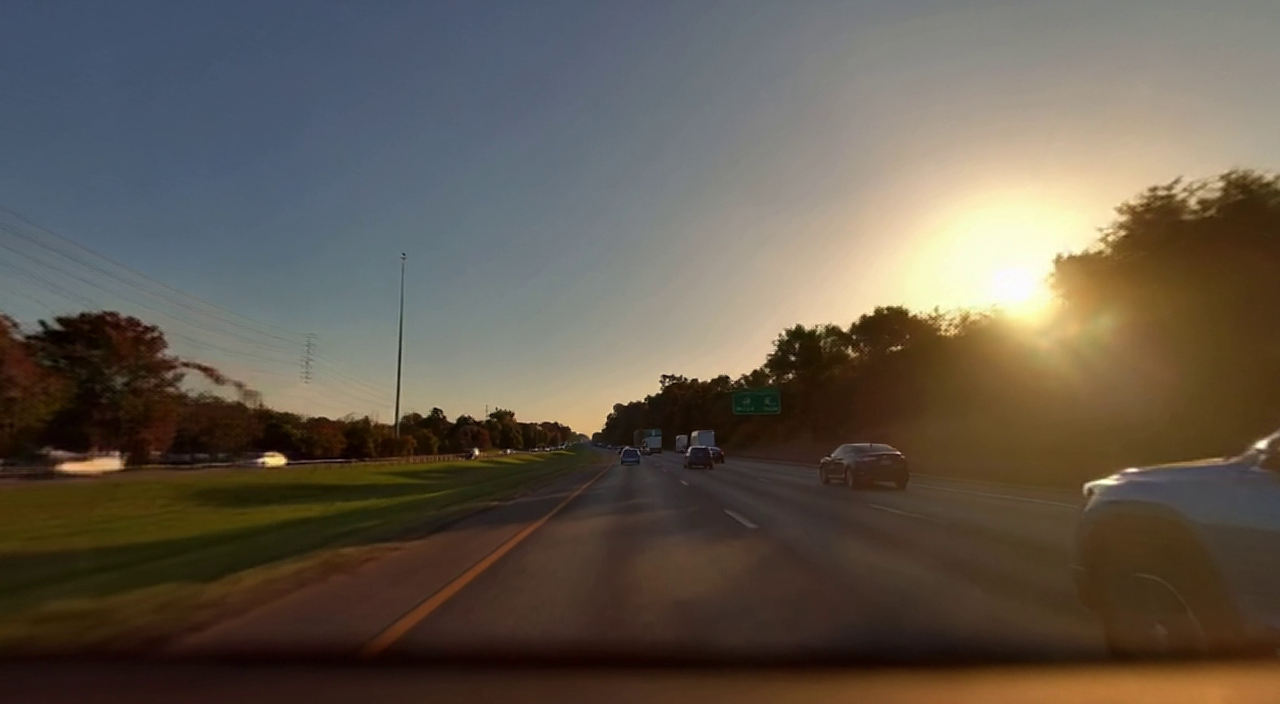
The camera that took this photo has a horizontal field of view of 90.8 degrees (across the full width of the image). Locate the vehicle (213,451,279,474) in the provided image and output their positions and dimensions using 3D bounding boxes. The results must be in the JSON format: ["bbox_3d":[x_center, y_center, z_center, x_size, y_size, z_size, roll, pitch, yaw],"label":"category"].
[{"bbox_3d":[-29.059,8.151,46.806,2.040,1.608,4.477,0,-8,-1],"label":"vehicle"}]

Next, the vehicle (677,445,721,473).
[{"bbox_3d":[3.313,6.091,36.145,1.978,1.488,4.252,0,-8,-2],"label":"vehicle"}]

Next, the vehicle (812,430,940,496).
[{"bbox_3d":[7.250,3.457,20.071,2.114,1.800,4.779,0,-8,-1],"label":"vehicle"}]

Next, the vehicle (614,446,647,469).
[{"bbox_3d":[-0.605,6.922,41.628,2.085,1.449,3.860,0,-8,-1],"label":"vehicle"}]

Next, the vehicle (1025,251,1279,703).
[{"bbox_3d":[3.655,0.400,0.778,2.461,2.013,6.075,0,-8,-1],"label":"vehicle"}]

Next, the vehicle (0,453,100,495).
[{"bbox_3d":[-24.633,4.821,25.341,1.913,1.482,4.512,0,-8,0],"label":"vehicle"}]
